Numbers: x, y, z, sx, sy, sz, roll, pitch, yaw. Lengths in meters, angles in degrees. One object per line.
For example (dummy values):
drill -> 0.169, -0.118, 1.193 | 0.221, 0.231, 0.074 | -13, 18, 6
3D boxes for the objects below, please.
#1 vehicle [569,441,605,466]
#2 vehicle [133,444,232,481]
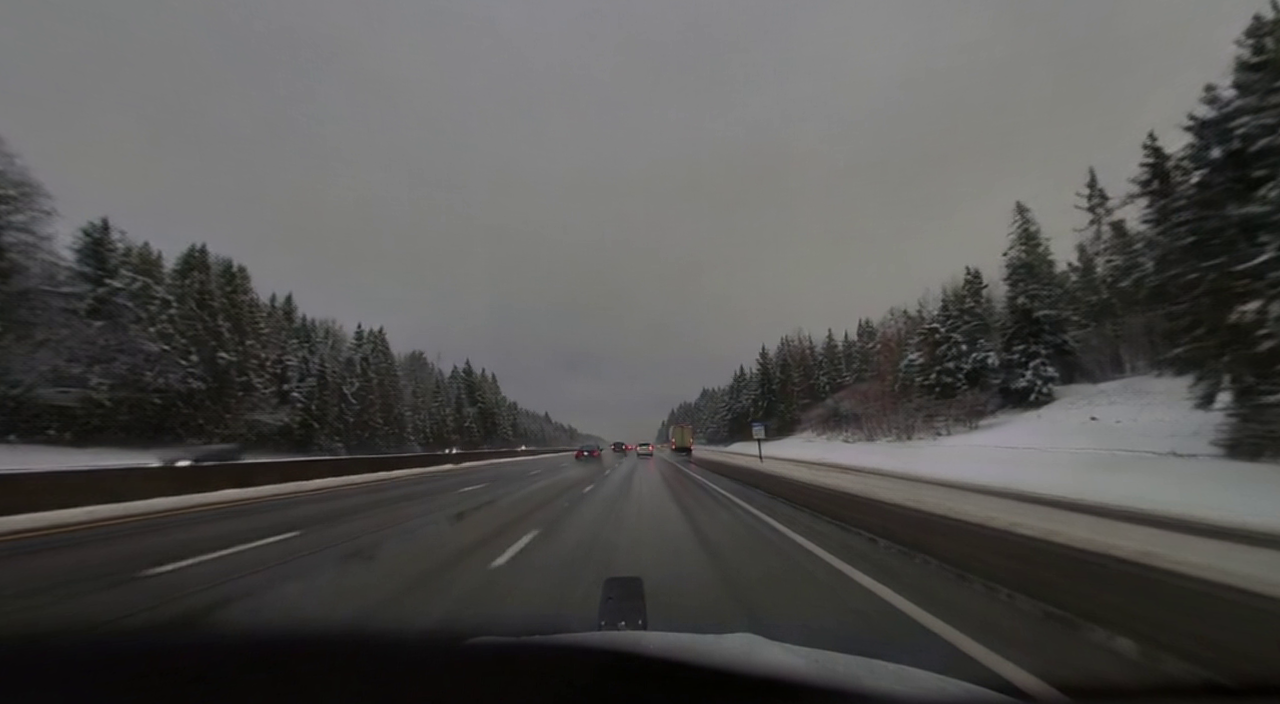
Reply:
vehicle -> -3.483, 6.746, 42.037 | 2.025, 1.571, 3.662 | 0, -9, 1
vehicle -> -25.224, 6.092, 35.019 | 2.031, 1.830, 4.640 | 0, -9, 0
